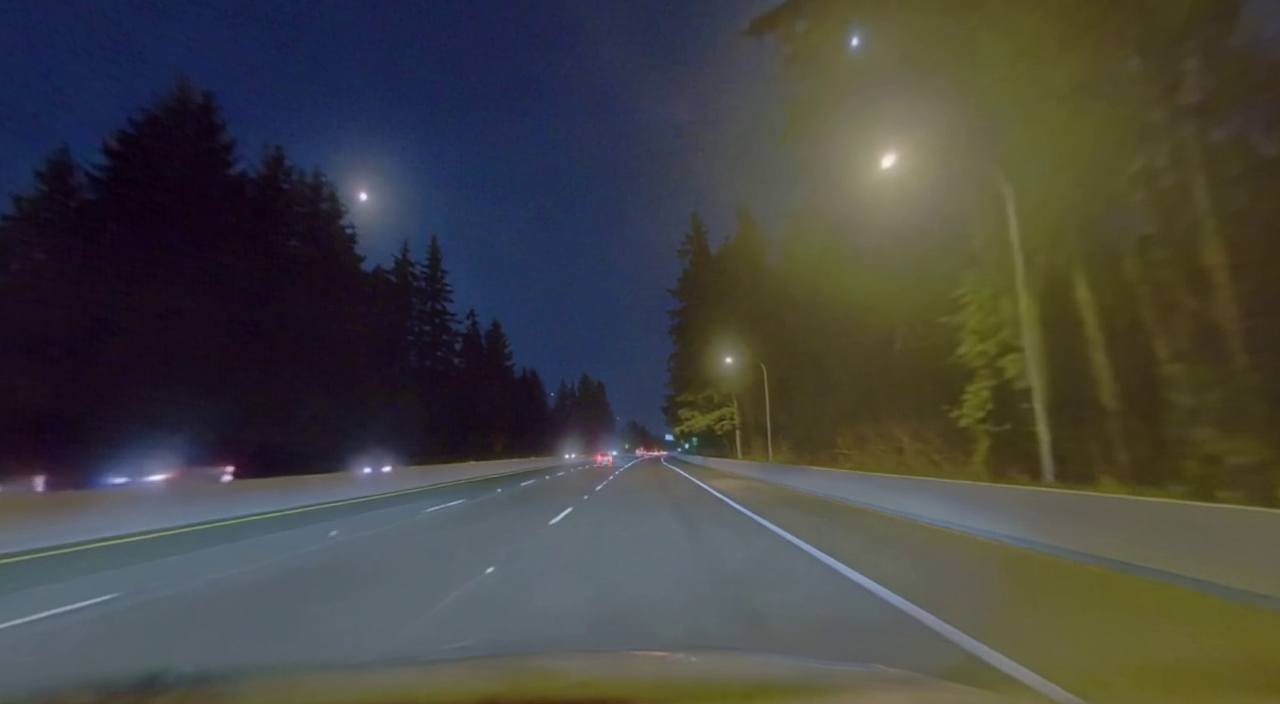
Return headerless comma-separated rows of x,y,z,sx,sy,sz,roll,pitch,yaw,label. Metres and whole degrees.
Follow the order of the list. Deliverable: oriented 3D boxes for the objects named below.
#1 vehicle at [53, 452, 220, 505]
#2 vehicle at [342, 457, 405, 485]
-19.383,4.837,24.557,2.088,1.792,5.243,0,-9,1,vehicle
-15.409,6.919,36.518,1.879,1.459,3.901,0,-9,1,vehicle
